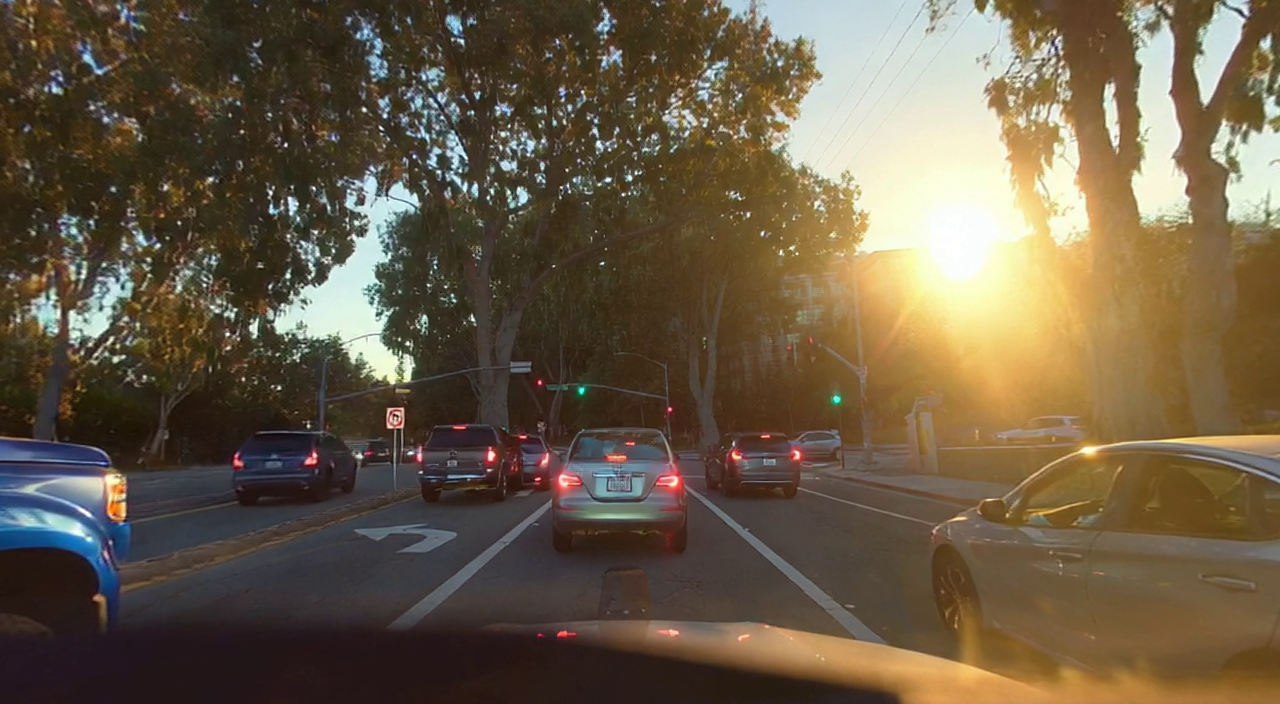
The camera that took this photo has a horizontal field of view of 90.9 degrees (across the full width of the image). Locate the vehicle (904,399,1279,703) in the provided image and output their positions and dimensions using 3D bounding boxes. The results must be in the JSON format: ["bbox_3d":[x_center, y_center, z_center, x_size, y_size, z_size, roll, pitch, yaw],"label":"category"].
[{"bbox_3d":[3.017,0.968,2.533,1.874,1.477,4.698,0,-8,0],"label":"vehicle"}]

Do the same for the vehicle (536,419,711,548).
[{"bbox_3d":[-0.222,1.939,9.877,2.194,1.607,3.690,0,-8,0],"label":"vehicle"}]

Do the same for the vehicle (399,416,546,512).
[{"bbox_3d":[-3.632,2.526,14.674,2.089,1.857,4.488,0,-8,1],"label":"vehicle"}]

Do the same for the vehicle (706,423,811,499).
[{"bbox_3d":[3.176,3.040,17.922,2.102,1.841,4.587,0,-8,0],"label":"vehicle"}]

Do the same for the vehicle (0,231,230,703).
[{"bbox_3d":[-3.480,0.350,0.305,2.656,2.021,5.800,0,-8,0],"label":"vehicle"}]

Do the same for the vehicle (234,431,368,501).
[{"bbox_3d":[-9.217,3.095,17.655,2.122,1.653,4.807,2,-9,-14],"label":"vehicle"}]
